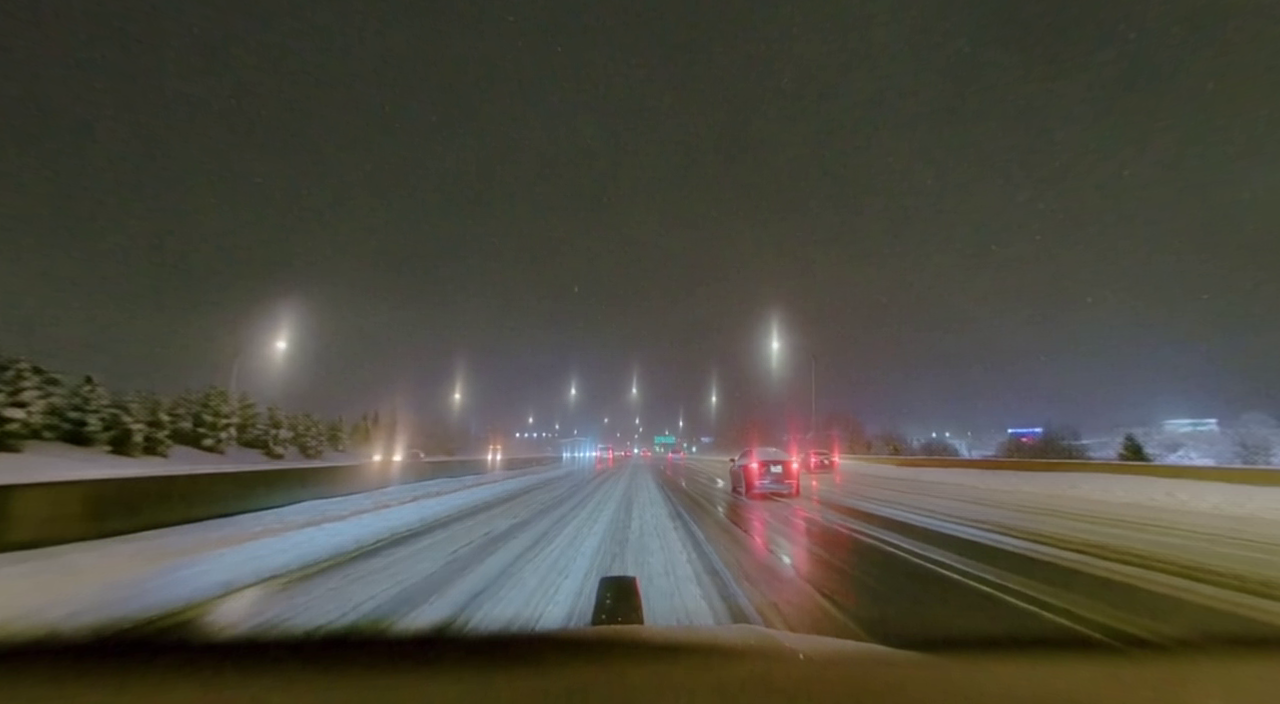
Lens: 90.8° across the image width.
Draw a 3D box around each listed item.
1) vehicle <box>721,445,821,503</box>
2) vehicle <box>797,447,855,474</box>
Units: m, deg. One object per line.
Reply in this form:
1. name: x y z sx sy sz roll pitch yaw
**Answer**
1. vehicle: 3.721 3.518 18.716 1.961 1.504 4.094 0 -9 -2
2. vehicle: 10.909 6.390 37.404 2.019 1.529 4.385 0 -9 -1
